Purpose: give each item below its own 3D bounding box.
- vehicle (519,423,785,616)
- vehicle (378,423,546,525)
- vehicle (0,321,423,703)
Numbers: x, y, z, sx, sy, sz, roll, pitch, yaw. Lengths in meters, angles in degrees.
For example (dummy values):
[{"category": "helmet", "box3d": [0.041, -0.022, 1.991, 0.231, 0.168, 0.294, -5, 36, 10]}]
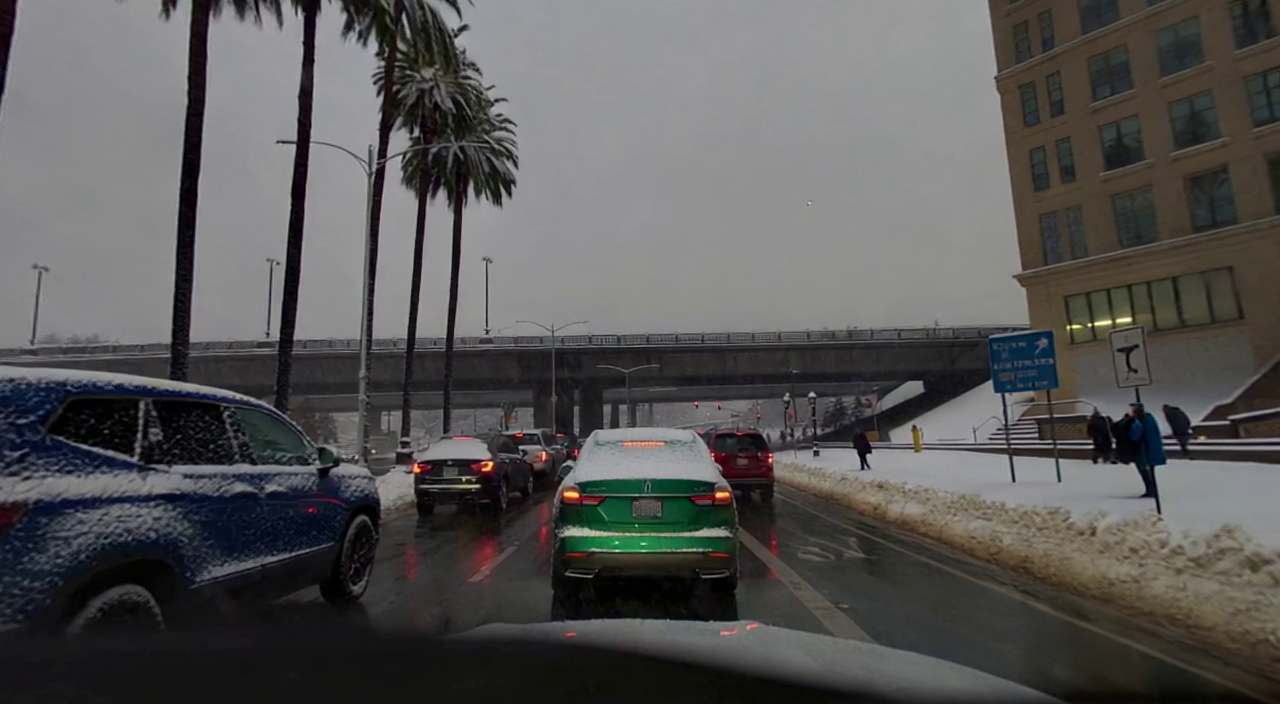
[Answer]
[{"category": "vehicle", "box3d": [0.082, 1.597, 6.974, 2.036, 1.461, 4.129, 0, -8, 0]}, {"category": "vehicle", "box3d": [-3.198, 2.286, 12.323, 1.955, 1.637, 4.032, 0, -8, 2]}, {"category": "vehicle", "box3d": [-3.259, 1.059, 4.186, 2.014, 1.740, 4.359, 0, -8, 1]}]
